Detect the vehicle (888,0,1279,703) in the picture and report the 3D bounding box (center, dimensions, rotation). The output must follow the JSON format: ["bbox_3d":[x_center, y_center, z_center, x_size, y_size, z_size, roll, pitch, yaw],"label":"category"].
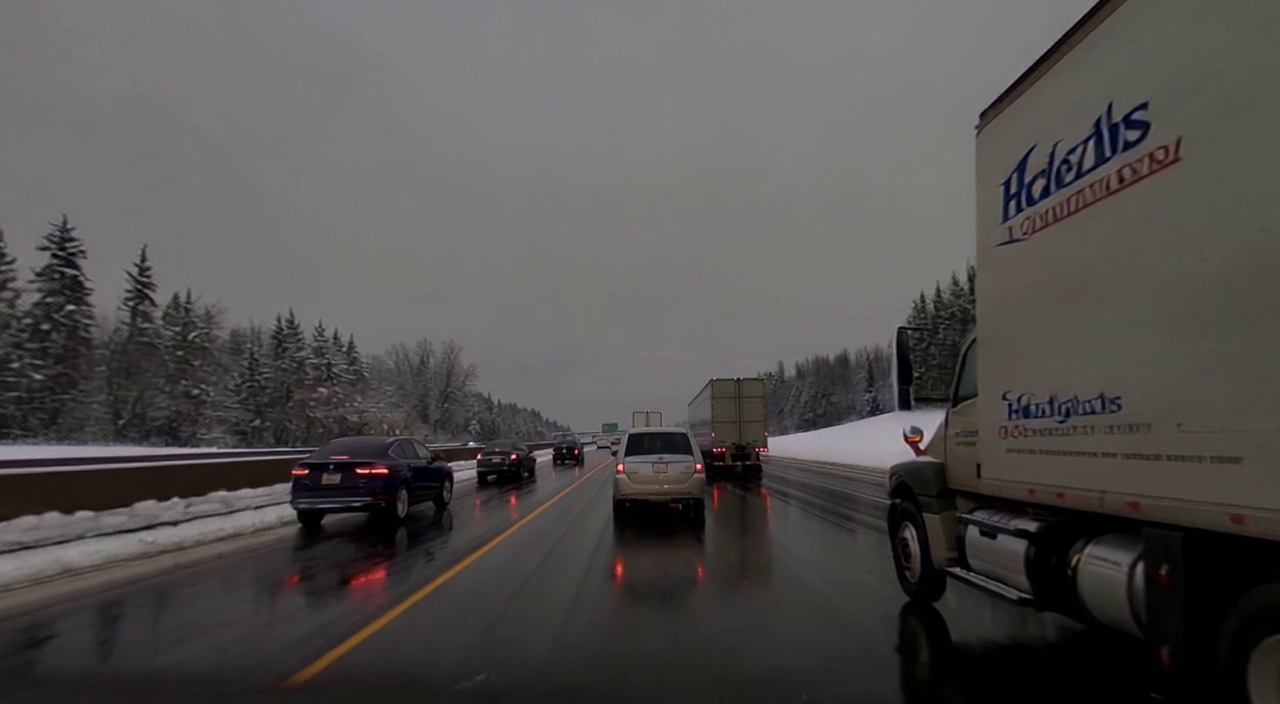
[{"bbox_3d":[4.018,-0.107,3.213,2.982,3.860,6.011,0,-8,0],"label":"vehicle"}]

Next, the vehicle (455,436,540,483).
[{"bbox_3d":[-4.769,3.622,21.649,1.880,1.458,3.978,0,-8,1],"label":"vehicle"}]

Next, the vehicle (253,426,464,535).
[{"bbox_3d":[-4.475,2.048,10.729,1.821,1.514,3.677,0,-8,1],"label":"vehicle"}]

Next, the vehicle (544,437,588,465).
[{"bbox_3d":[-4.218,5.662,36.480,1.887,1.493,4.411,0,-8,2],"label":"vehicle"}]

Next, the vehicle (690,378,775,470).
[{"bbox_3d":[4.682,4.143,35.270,2.892,4.101,14.252,0,-8,1],"label":"vehicle"}]

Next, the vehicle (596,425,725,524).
[{"bbox_3d":[0.324,2.134,11.550,1.973,1.505,3.568,0,-8,0],"label":"vehicle"}]
